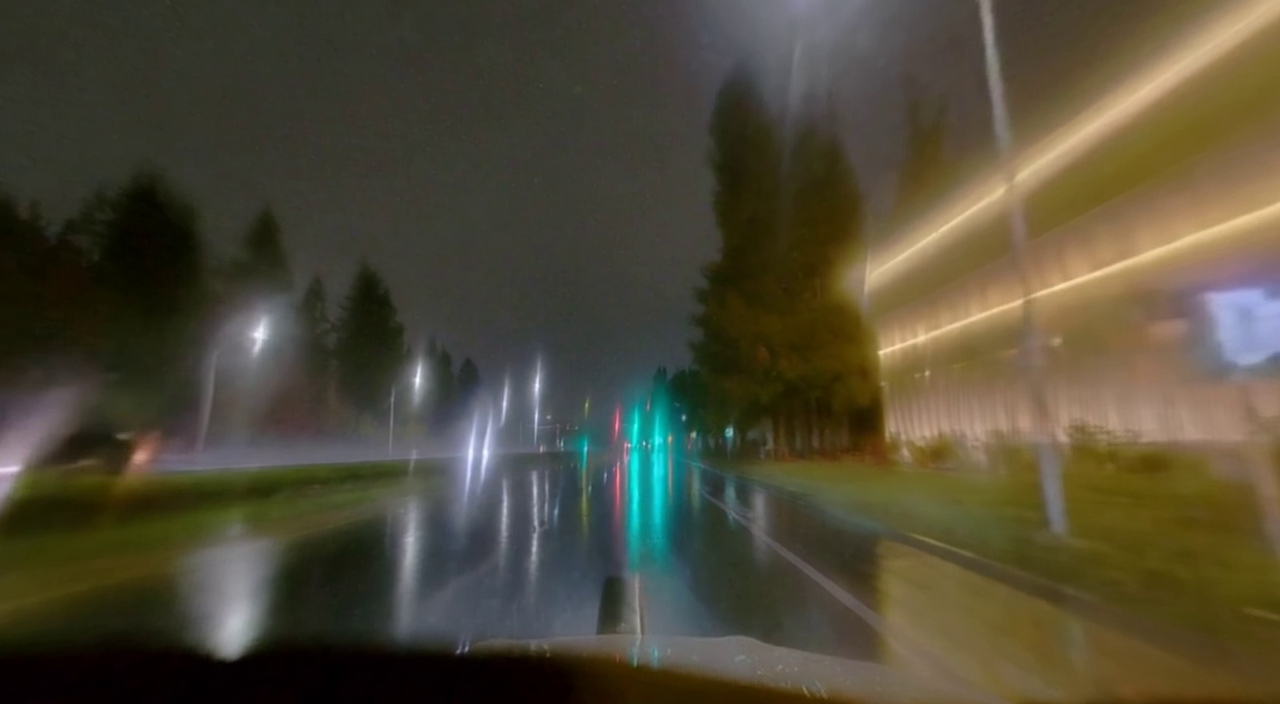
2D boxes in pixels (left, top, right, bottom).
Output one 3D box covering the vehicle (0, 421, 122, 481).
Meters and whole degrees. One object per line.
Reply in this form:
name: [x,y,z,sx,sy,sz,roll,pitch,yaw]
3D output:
vehicle: [-20.860,3.289,21.089,2.185,1.827,5.622,1,-9,1]
